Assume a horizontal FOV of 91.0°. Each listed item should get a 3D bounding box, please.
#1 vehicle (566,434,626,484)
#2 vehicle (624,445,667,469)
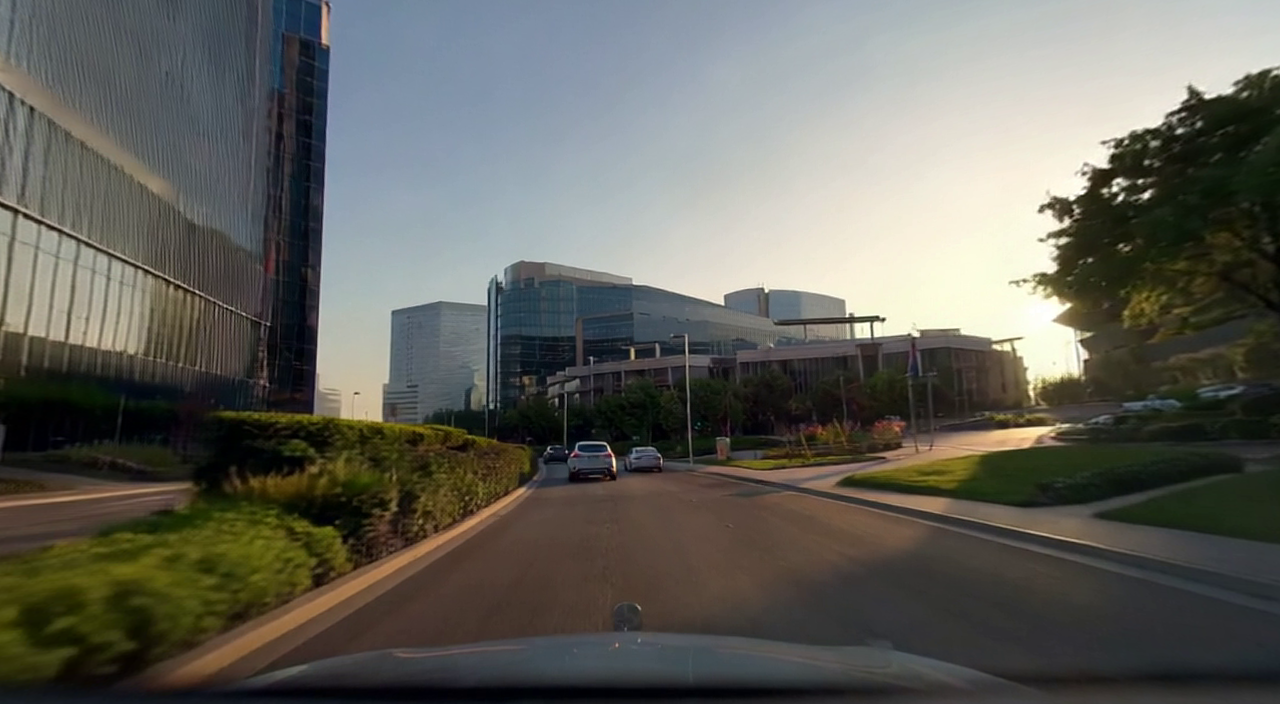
[{"bbox_3d":[-1.814,4.180,24.911,2.173,1.761,4.374,1,-9,-6],"label":"vehicle"},{"bbox_3d":[0.309,7.014,42.250,2.116,1.506,4.355,2,-9,-10],"label":"vehicle"}]
